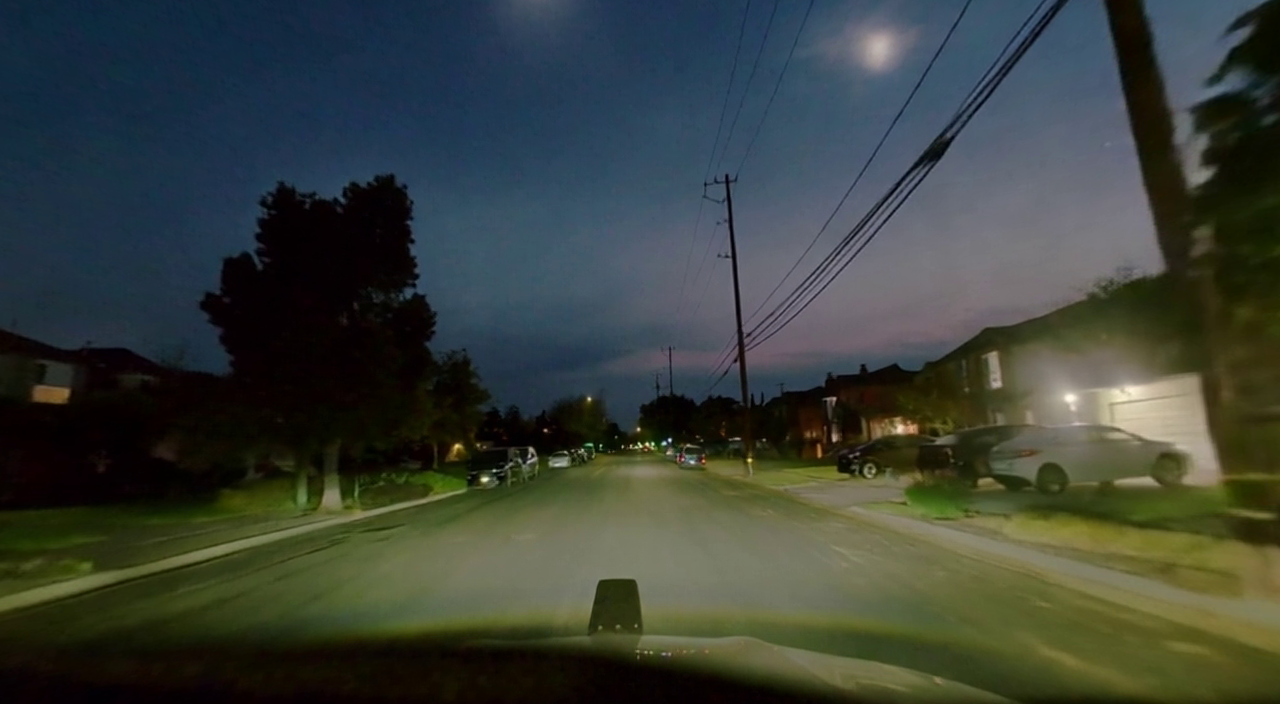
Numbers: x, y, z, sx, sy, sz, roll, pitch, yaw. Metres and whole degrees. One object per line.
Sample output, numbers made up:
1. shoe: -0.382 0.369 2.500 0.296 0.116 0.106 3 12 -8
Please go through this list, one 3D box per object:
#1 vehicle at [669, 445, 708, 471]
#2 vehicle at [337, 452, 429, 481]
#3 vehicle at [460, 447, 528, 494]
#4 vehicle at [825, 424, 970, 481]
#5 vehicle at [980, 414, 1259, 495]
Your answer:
1. vehicle: 3.321 7.341 44.137 2.247 1.618 4.655 2 -8 -1
2. vehicle: -16.199 7.229 39.997 4.706 1.681 2.389 -1 -9 5
3. vehicle: -6.283 5.088 27.579 2.035 1.736 3.955 -2 -7 -1
4. vehicle: 9.782 3.821 24.234 4.559 1.843 2.081 -2 -7 -4
5. vehicle: 11.108 2.431 14.984 4.782 1.748 2.106 -1 -9 2
